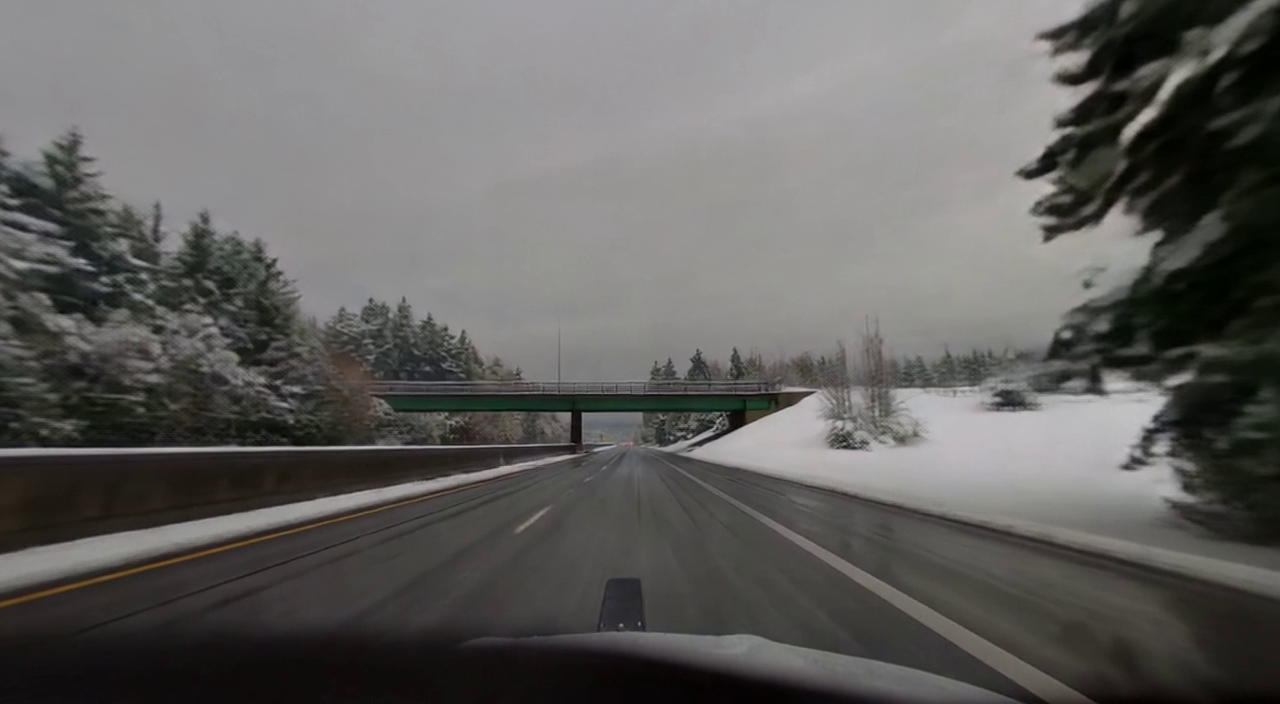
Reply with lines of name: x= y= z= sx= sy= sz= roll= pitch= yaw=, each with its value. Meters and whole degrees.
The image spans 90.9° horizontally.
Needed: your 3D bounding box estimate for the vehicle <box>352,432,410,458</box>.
vehicle: x=-16.601 y=5.991 z=40.593 sx=1.903 sy=1.571 sz=4.248 roll=0 pitch=-9 yaw=0
